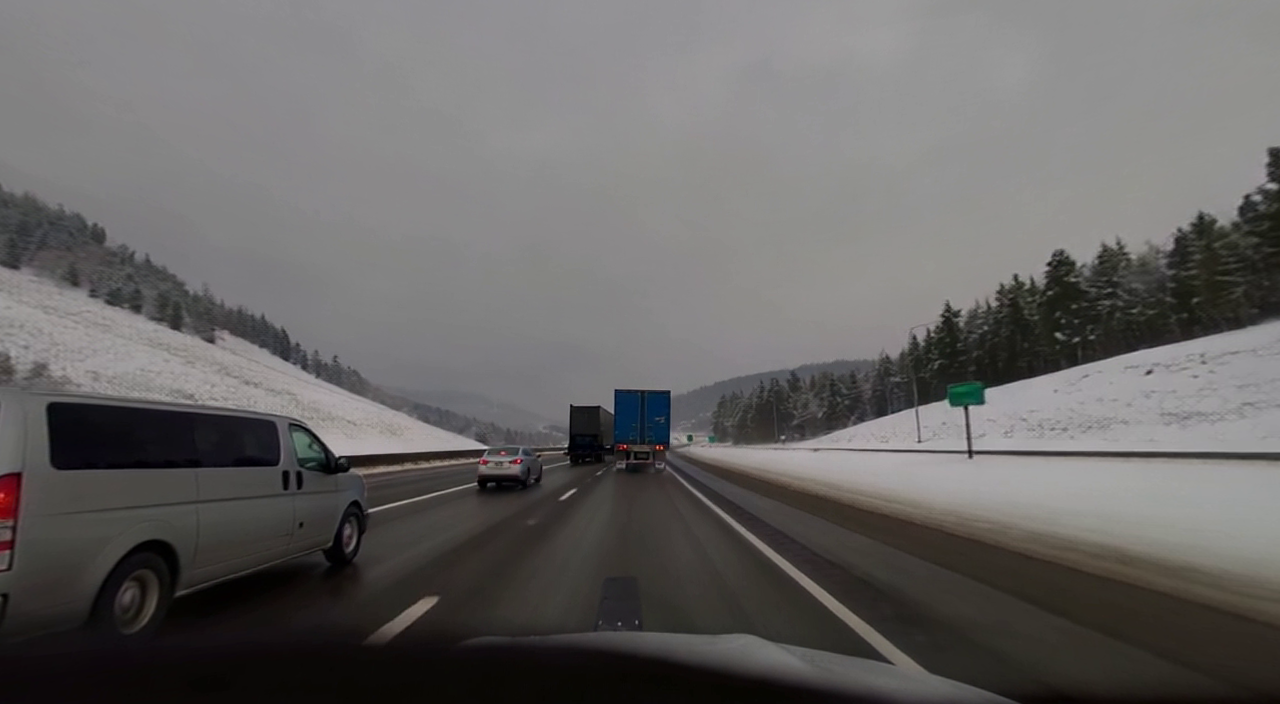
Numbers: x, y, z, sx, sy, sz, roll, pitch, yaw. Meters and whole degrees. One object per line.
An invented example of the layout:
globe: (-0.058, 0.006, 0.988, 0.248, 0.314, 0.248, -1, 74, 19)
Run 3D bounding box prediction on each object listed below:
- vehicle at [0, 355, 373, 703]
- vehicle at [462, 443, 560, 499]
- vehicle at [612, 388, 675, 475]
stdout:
vehicle: (-4.160, 1.156, 4.706, 2.136, 1.779, 4.875, 0, -8, 1)
vehicle: (-3.636, 3.417, 18.650, 1.950, 1.446, 4.224, 0, -8, 1)
vehicle: (0.297, 4.452, 34.504, 2.913, 3.988, 10.874, 0, -8, 1)
